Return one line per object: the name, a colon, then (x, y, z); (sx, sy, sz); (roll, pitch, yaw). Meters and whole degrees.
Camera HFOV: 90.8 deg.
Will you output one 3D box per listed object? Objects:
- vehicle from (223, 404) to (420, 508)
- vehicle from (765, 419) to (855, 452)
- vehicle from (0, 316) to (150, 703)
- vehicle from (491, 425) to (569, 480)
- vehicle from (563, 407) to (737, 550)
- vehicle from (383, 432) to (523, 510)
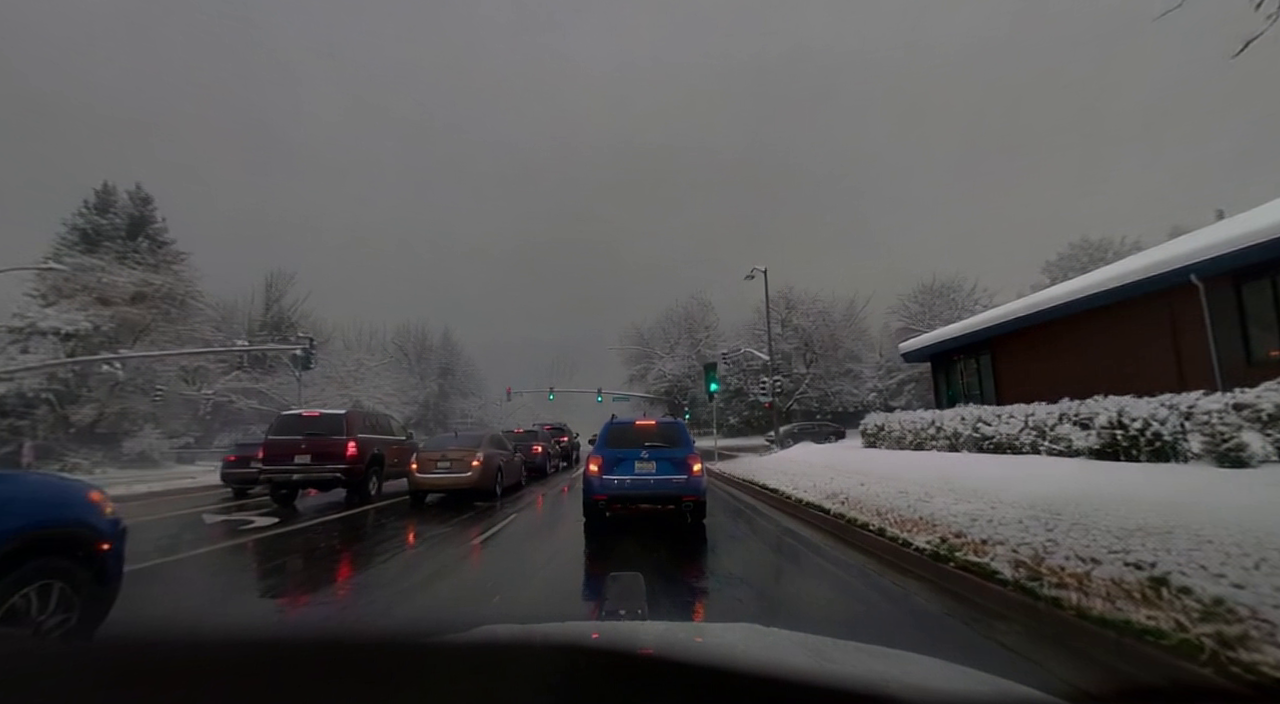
vehicle: (-7.388, 2.501, 15.513); (2.195, 2.093, 5.185); (0, -9, -1)
vehicle: (10.709, 5.326, 40.075); (5.152, 2.001, 2.060); (-1, -9, 4)
vehicle: (-4.060, 0.552, 1.264); (2.088, 1.947, 5.119); (0, -9, -1)
vehicle: (-3.909, 3.684, 23.322); (2.043, 1.813, 4.549); (0, -9, 0)
vehicle: (0.101, 1.828, 9.709); (2.055, 1.681, 4.270); (0, -9, -1)
vehicle: (-4.077, 2.675, 14.620); (1.942, 1.523, 4.212); (0, -9, 0)
